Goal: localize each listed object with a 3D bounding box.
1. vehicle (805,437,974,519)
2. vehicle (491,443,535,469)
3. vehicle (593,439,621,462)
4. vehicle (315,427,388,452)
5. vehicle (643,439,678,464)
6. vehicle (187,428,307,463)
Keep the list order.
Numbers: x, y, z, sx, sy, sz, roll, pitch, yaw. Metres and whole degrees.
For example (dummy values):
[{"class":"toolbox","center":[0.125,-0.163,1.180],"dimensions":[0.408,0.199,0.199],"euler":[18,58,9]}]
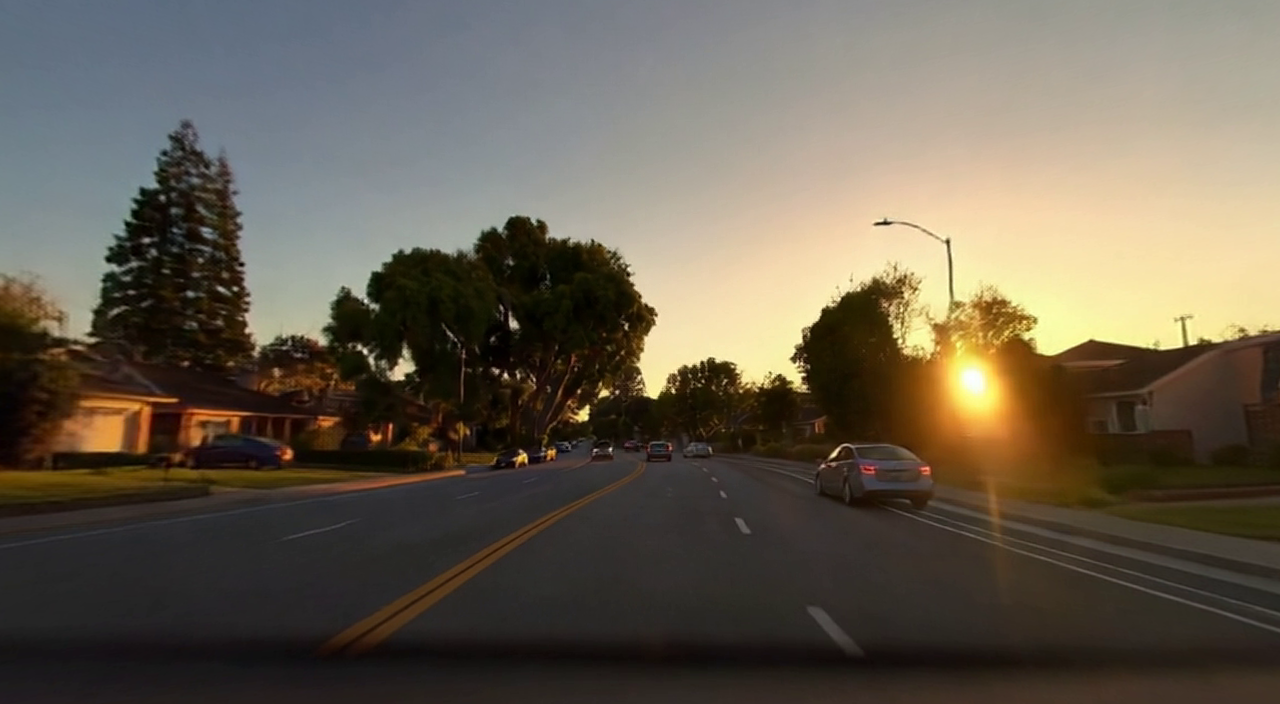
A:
[{"class":"vehicle","center":[5.186,2.653,13.844],"dimensions":[1.934,1.506,4.282],"euler":[0,-8,0]},{"class":"vehicle","center":[-8.759,7.190,43.956],"dimensions":[2.038,1.690,4.825],"euler":[0,-8,0]},{"class":"vehicle","center":[-2.606,7.673,49.054],"dimensions":[2.081,1.721,4.228],"euler":[1,-8,-5]},{"class":"vehicle","center":[-22.722,6.939,49.737],"dimensions":[4.772,1.877,2.038],"euler":[1,-8,-8]},{"class":"vehicle","center":[1.362,6.917,43.939],"dimensions":[2.106,1.667,4.367],"euler":[0,-8,-3]},{"class":"vehicle","center":[-18.415,4.415,29.672],"dimensions":[4.377,1.570,1.871],"euler":[0,-8,1]}]
